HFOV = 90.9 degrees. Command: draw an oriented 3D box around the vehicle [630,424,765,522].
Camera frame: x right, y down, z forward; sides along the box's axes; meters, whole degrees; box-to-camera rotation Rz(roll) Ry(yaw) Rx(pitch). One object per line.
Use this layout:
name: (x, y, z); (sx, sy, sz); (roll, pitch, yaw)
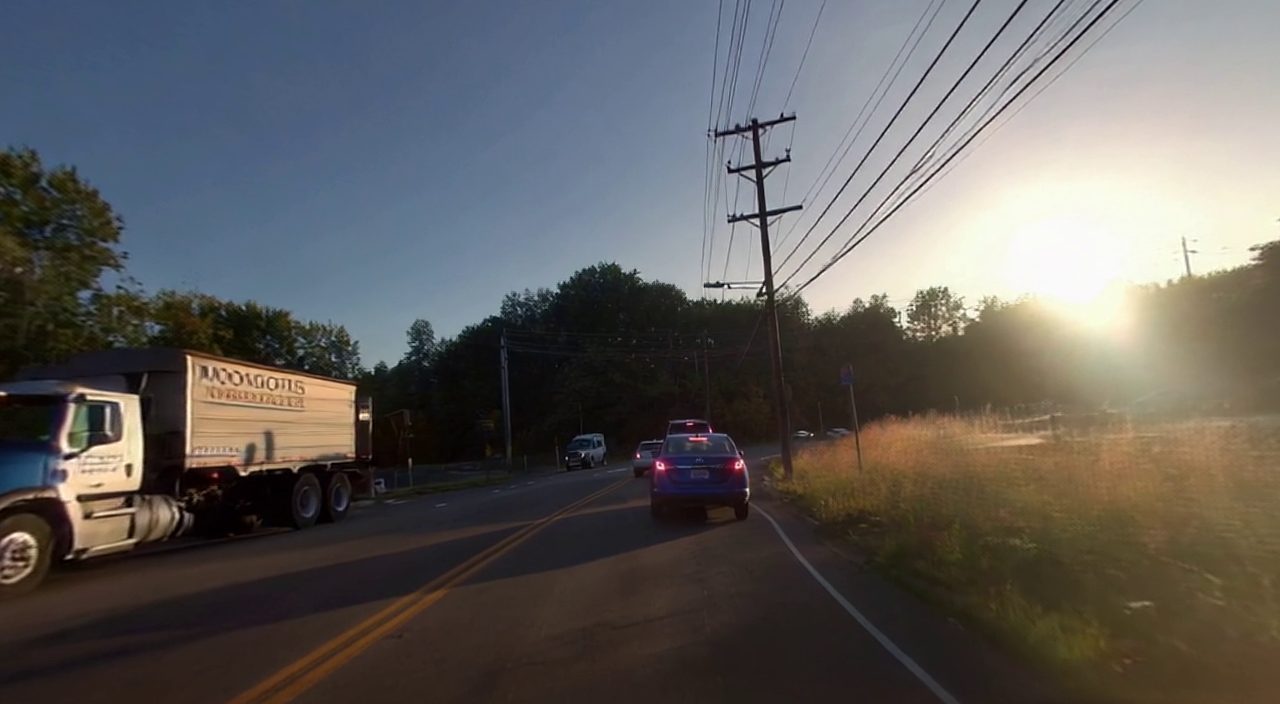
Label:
vehicle: (0.958, 2.155, 11.671); (2.081, 1.503, 3.726); (0, -8, 2)

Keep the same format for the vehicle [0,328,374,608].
vehicle: (-8.261, 1.736, 10.516); (3.395, 3.071, 7.634); (-7, -6, 8)
